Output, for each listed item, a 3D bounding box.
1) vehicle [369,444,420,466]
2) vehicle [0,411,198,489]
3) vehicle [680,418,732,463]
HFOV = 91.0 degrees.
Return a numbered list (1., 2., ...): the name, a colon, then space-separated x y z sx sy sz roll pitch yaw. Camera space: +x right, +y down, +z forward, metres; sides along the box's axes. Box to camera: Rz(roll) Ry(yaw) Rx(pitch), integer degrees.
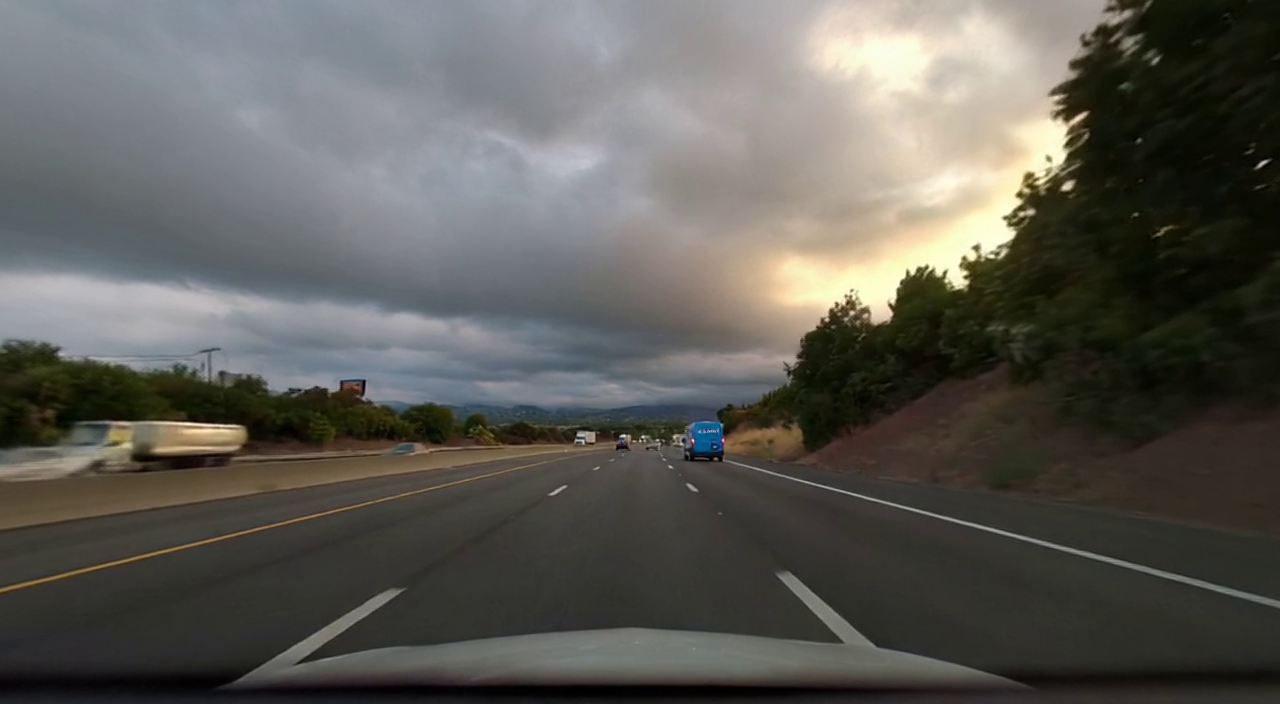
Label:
1. vehicle: -16.944 7.091 43.599 1.848 1.459 4.093 -1 -8 1
2. vehicle: -21.688 3.932 25.504 2.547 2.693 6.627 -1 -8 2
3. vehicle: 3.968 5.477 38.880 2.485 2.562 5.535 0 -8 -1
